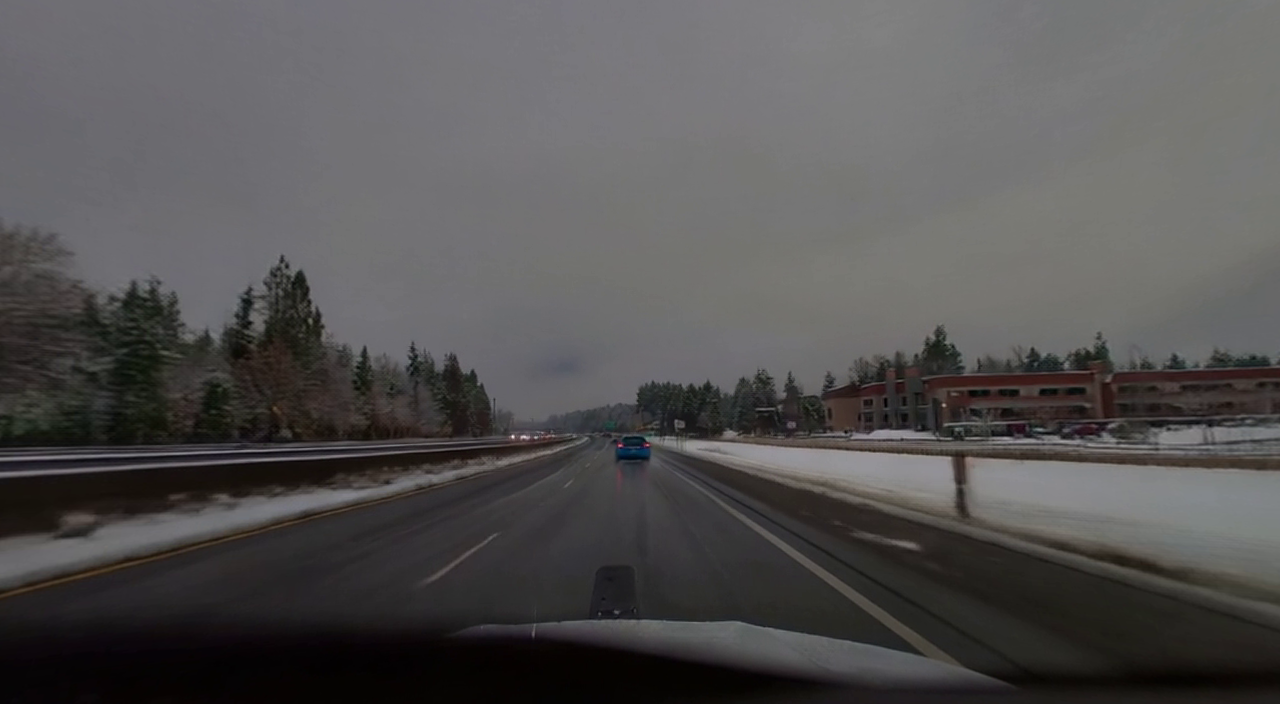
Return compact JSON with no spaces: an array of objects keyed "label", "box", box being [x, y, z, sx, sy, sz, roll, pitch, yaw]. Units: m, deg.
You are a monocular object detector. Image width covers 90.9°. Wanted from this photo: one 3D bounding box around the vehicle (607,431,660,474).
[{"label":"vehicle","box":[-0.290,4.105,25.929,2.020,1.633,3.942,0,-8,-1]}]
